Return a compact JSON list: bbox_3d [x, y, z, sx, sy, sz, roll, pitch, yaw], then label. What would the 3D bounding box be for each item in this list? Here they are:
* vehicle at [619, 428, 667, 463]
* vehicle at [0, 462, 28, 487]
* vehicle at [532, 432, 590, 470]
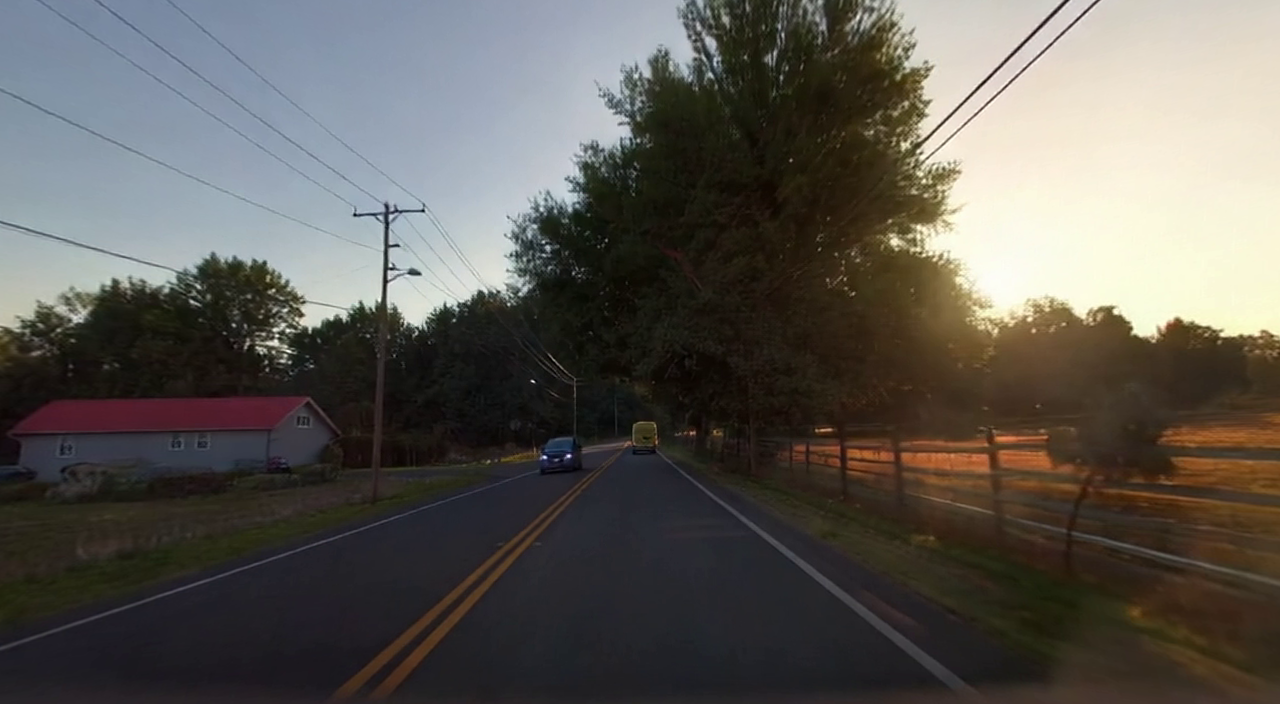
[{"bbox_3d":[0.098,5.609,37.939,2.649,1.870,5.885,0,-8,-2],"label":"vehicle"},{"bbox_3d":[-49.615,9.547,49.262,1.944,1.767,3.885,6,-10,-35],"label":"vehicle"},{"bbox_3d":[-3.980,5.119,32.762,2.342,1.778,4.613,0,-8,1],"label":"vehicle"}]
